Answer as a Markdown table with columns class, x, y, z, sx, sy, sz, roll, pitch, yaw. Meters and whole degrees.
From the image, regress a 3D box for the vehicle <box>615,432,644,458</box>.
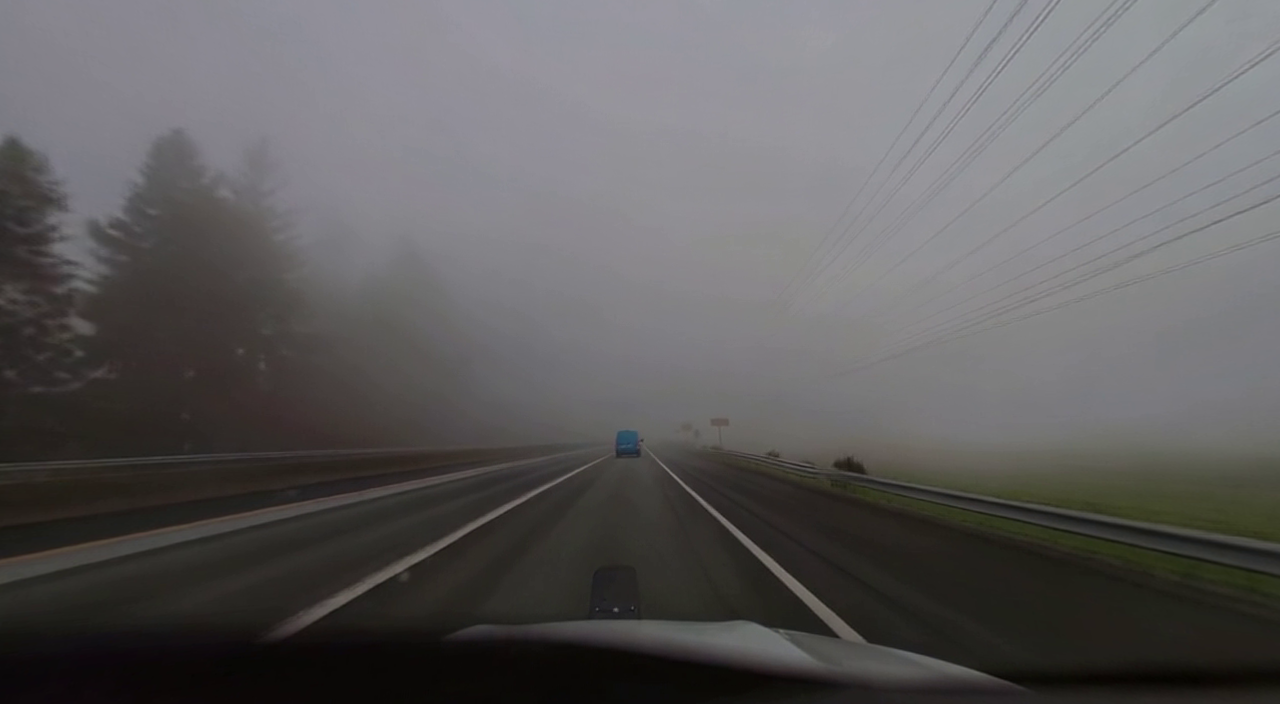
| class | x | y | z | sx | sy | sz | roll | pitch | yaw |
| --- | --- | --- | --- | --- | --- | --- | --- | --- | --- |
| vehicle | -0.747 | 6.951 | 47.277 | 2.041 | 1.856 | 4.353 | 0 | -8 | 0 |
